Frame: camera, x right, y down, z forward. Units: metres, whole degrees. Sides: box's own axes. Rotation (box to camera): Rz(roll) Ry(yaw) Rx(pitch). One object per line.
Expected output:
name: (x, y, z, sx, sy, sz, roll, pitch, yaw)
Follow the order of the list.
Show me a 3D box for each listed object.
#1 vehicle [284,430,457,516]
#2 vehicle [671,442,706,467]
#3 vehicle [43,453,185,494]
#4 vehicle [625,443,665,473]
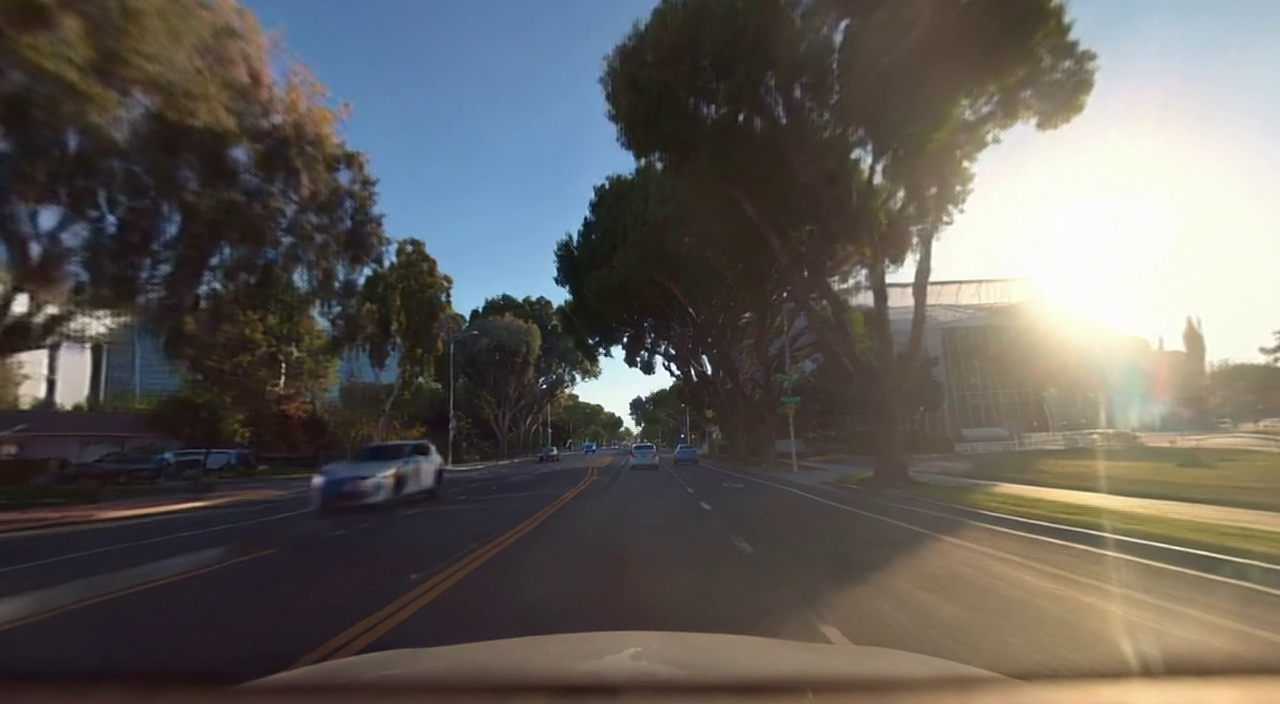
vehicle: (-6.473, 2.956, 15.884, 2.247, 1.825, 4.618, 0, -9, 1)
vehicle: (3.560, 7.653, 47.142, 2.189, 1.766, 4.495, 0, -9, 0)
vehicle: (-22.454, 5.174, 27.032, 4.330, 1.656, 2.001, 0, -9, 3)
vehicle: (0.293, 5.939, 35.500, 2.109, 1.612, 3.963, 0, -9, 1)
